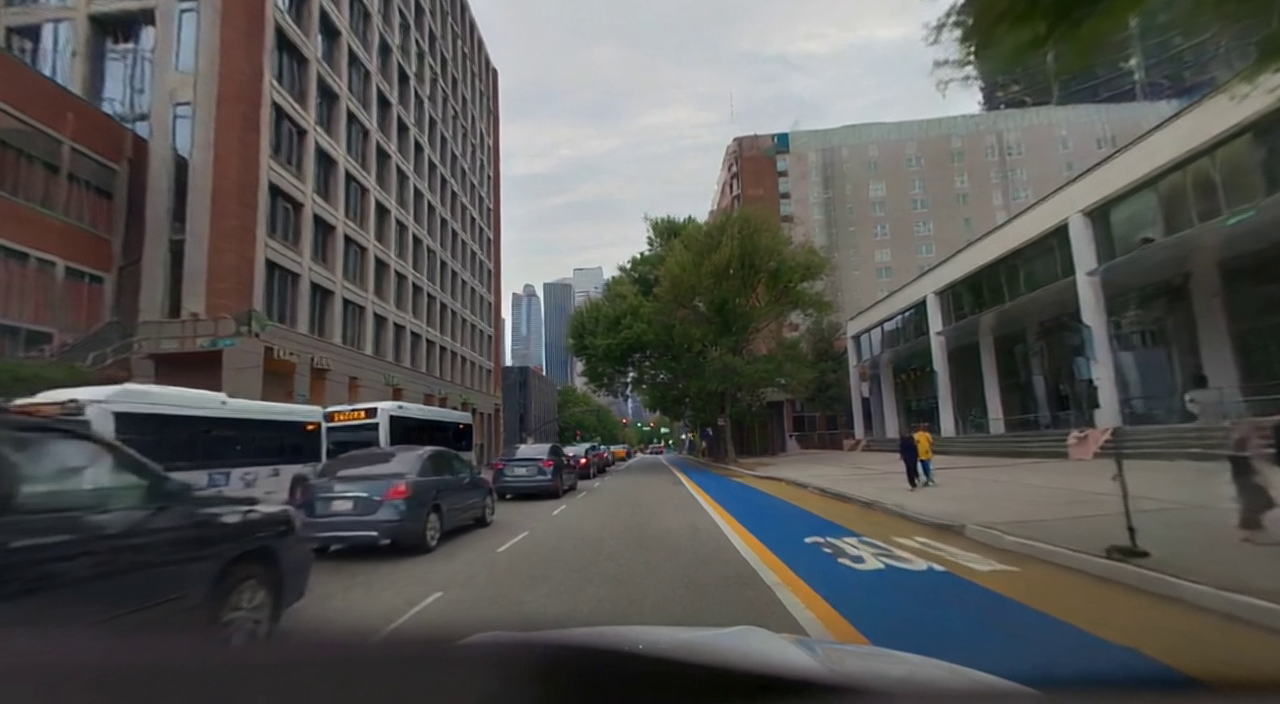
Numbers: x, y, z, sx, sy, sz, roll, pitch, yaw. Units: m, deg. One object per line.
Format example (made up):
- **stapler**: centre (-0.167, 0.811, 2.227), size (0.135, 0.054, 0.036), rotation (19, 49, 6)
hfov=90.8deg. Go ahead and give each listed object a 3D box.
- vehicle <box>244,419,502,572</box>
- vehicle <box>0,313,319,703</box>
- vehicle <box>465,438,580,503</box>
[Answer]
- **vehicle**: centre (-3.758, 2.104, 9.941), size (1.982, 1.710, 4.454), rotation (-4, -9, 2)
- **vehicle**: centre (-3.377, 0.769, 2.044), size (2.225, 1.848, 4.472), rotation (0, -8, 1)
- **vehicle**: centre (-3.231, 3.385, 18.568), size (2.266, 1.621, 4.783), rotation (-1, -8, 3)
